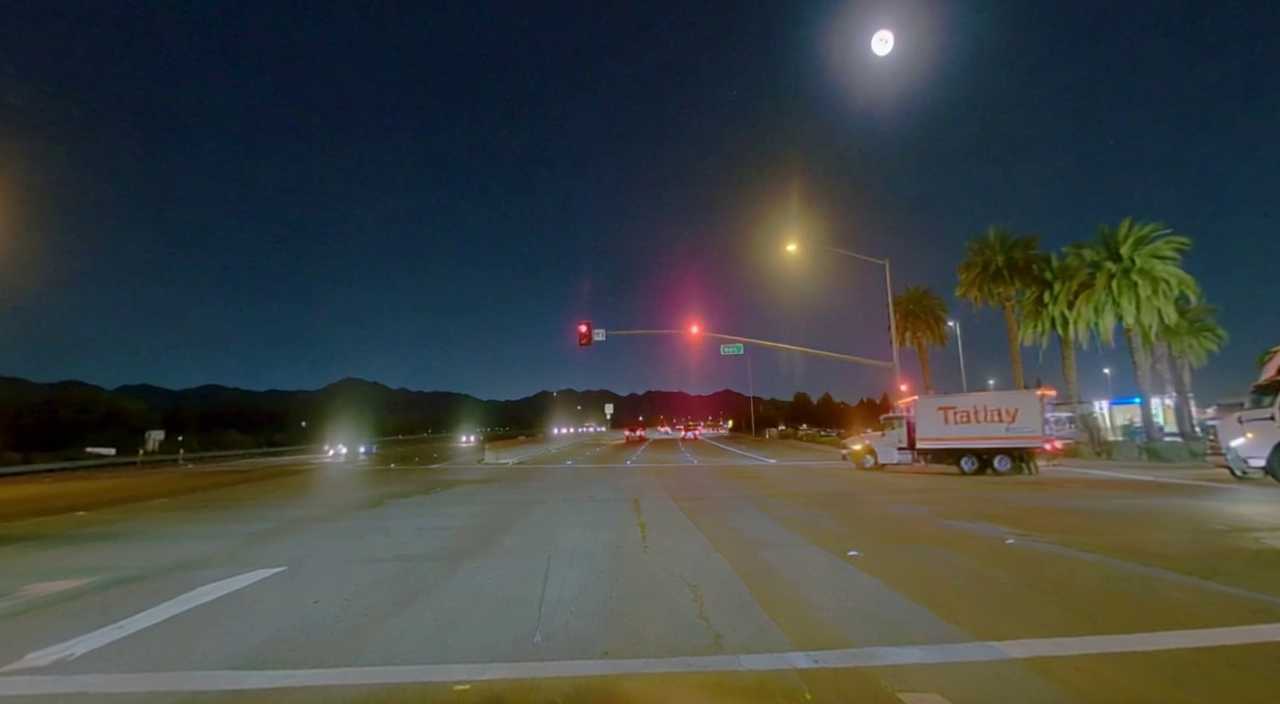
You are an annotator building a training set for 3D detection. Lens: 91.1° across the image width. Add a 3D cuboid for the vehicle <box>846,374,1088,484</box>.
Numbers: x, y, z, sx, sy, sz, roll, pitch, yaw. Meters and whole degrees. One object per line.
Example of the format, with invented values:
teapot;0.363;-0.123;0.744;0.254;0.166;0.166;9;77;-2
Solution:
vehicle;11.551;2.849;22.728;7.088;3.414;3.237;-5;-10;30
